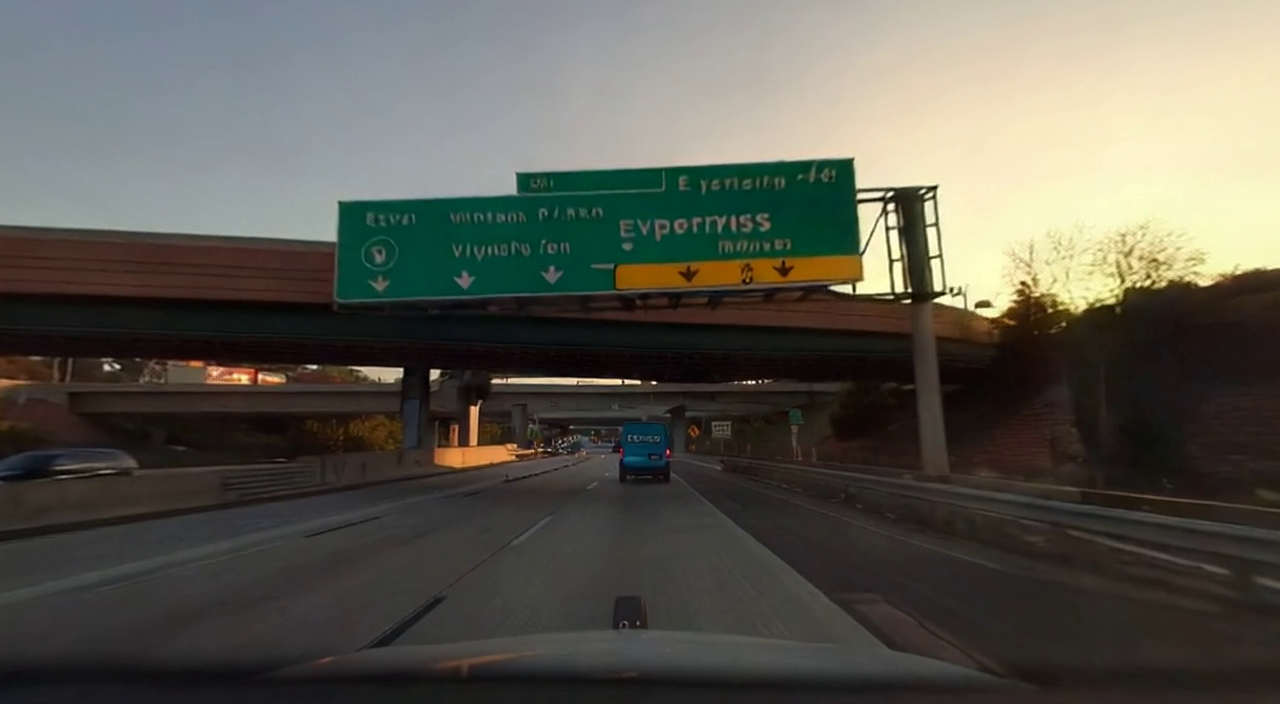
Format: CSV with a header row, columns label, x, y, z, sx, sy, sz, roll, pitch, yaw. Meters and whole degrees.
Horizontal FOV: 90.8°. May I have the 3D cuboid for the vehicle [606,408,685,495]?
label,x,y,z,sx,sy,sz,roll,pitch,yaw
vehicle,0.073,3.368,21.498,2.332,2.558,5.314,0,-9,-2

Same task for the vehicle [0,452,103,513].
label,x,y,z,sx,sy,sz,roll,pitch,yaw
vehicle,-15.759,3.198,15.640,1.685,1.402,3.585,0,-9,0
